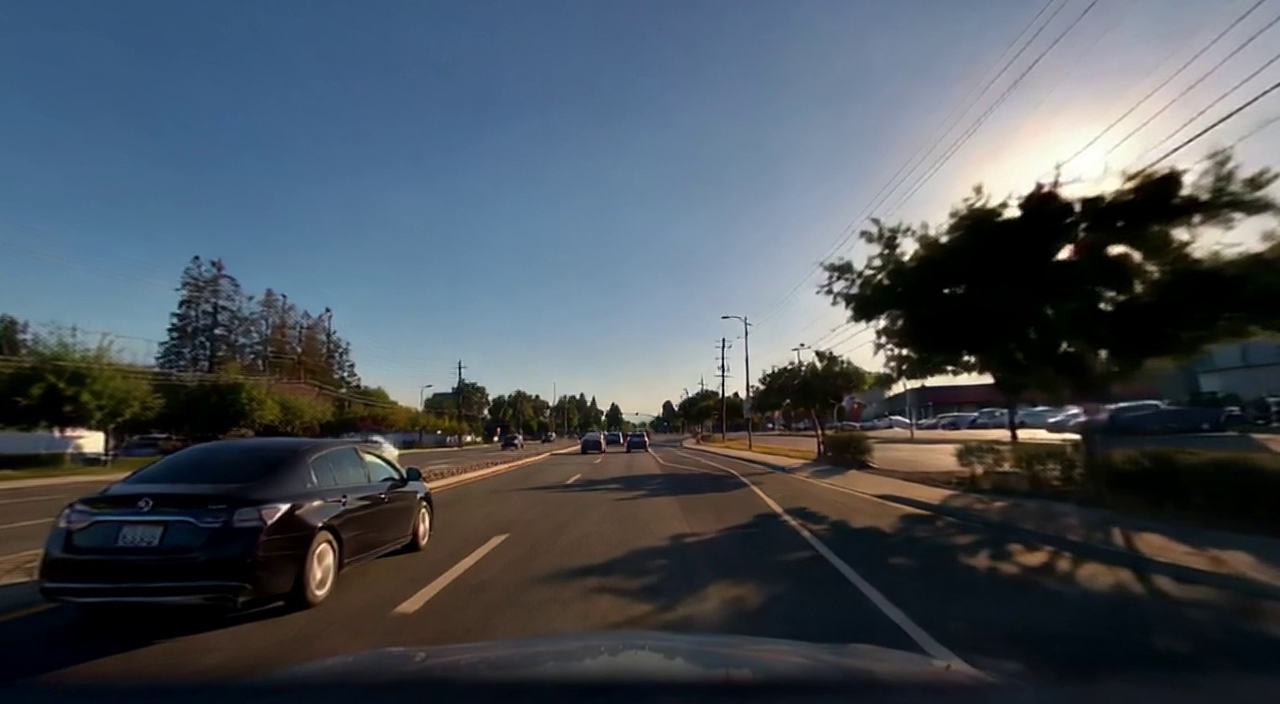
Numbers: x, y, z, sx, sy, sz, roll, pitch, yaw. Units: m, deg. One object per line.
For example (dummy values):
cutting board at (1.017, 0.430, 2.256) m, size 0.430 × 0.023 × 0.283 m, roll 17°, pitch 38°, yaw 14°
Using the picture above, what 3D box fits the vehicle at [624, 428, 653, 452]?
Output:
vehicle at (-0.143, 6.789, 48.772) m, size 2.182 × 1.773 × 4.041 m, roll 0°, pitch -8°, yaw -1°

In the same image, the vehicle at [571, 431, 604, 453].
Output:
vehicle at (-3.787, 6.563, 45.979) m, size 2.021 × 1.486 × 3.623 m, roll 0°, pitch -8°, yaw 1°

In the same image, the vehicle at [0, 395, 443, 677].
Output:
vehicle at (-3.496, 1.314, 5.732) m, size 1.928 × 1.488 × 4.635 m, roll 0°, pitch -8°, yaw 0°
